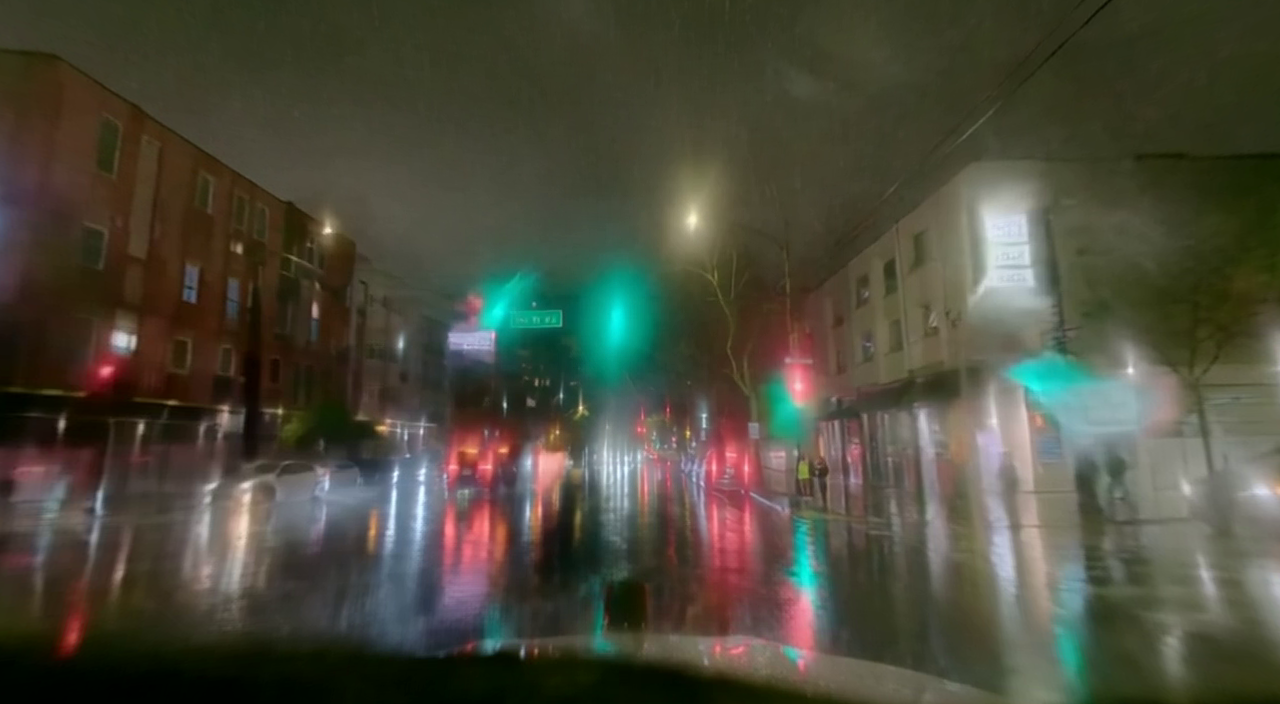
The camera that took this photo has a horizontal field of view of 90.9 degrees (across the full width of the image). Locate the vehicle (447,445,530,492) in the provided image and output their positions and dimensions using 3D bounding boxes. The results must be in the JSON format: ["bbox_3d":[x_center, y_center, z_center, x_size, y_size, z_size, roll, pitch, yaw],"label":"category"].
[{"bbox_3d":[-5.576,4.328,23.801,1.942,1.559,4.298,0,-8,2],"label":"vehicle"}]

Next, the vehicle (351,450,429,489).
[{"bbox_3d":[-11.724,5.505,29.884,1.933,1.628,3.973,0,-8,2],"label":"vehicle"}]

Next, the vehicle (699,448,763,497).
[{"bbox_3d":[3.629,4.869,25.812,1.924,1.765,3.954,0,-8,-1],"label":"vehicle"}]

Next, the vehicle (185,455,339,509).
[{"bbox_3d":[-12.249,4.207,20.892,1.934,1.434,4.636,-1,-8,5],"label":"vehicle"}]

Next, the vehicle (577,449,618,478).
[{"bbox_3d":[-2.335,6.263,35.621,1.973,1.496,3.713,0,-8,1],"label":"vehicle"}]

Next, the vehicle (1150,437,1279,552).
[{"bbox_3d":[11.363,2.247,10.290,4.288,1.689,1.909,0,-8,3],"label":"vehicle"}]
